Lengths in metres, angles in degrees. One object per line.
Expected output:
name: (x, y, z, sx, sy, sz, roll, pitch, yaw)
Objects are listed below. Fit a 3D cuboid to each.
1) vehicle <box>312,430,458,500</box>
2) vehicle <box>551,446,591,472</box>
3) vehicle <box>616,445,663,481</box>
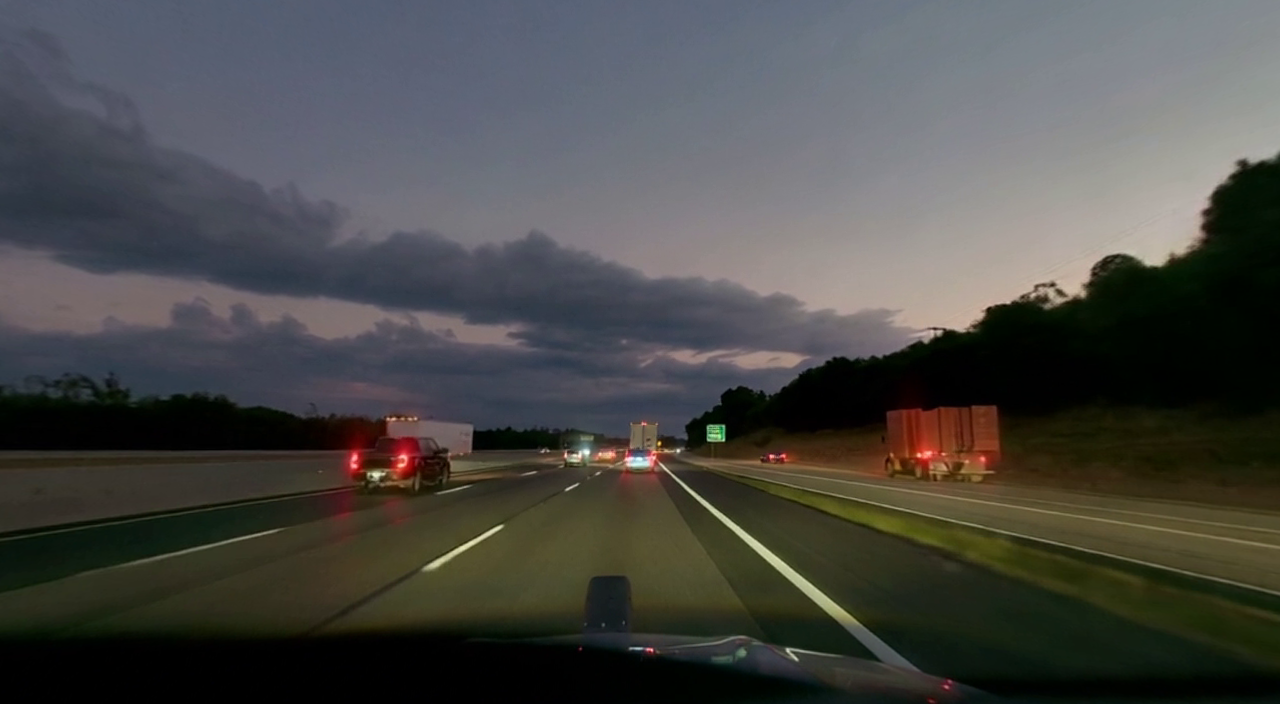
vehicle: (-7.719, 3.493, 19.881, 2.316, 1.875, 5.337, 0, -9, 1)
vehicle: (-4.360, 6.847, 40.512, 2.018, 1.504, 4.431, 0, -9, 1)
vehicle: (-0.024, 4.972, 28.461, 1.991, 1.507, 3.391, 0, -9, 0)
